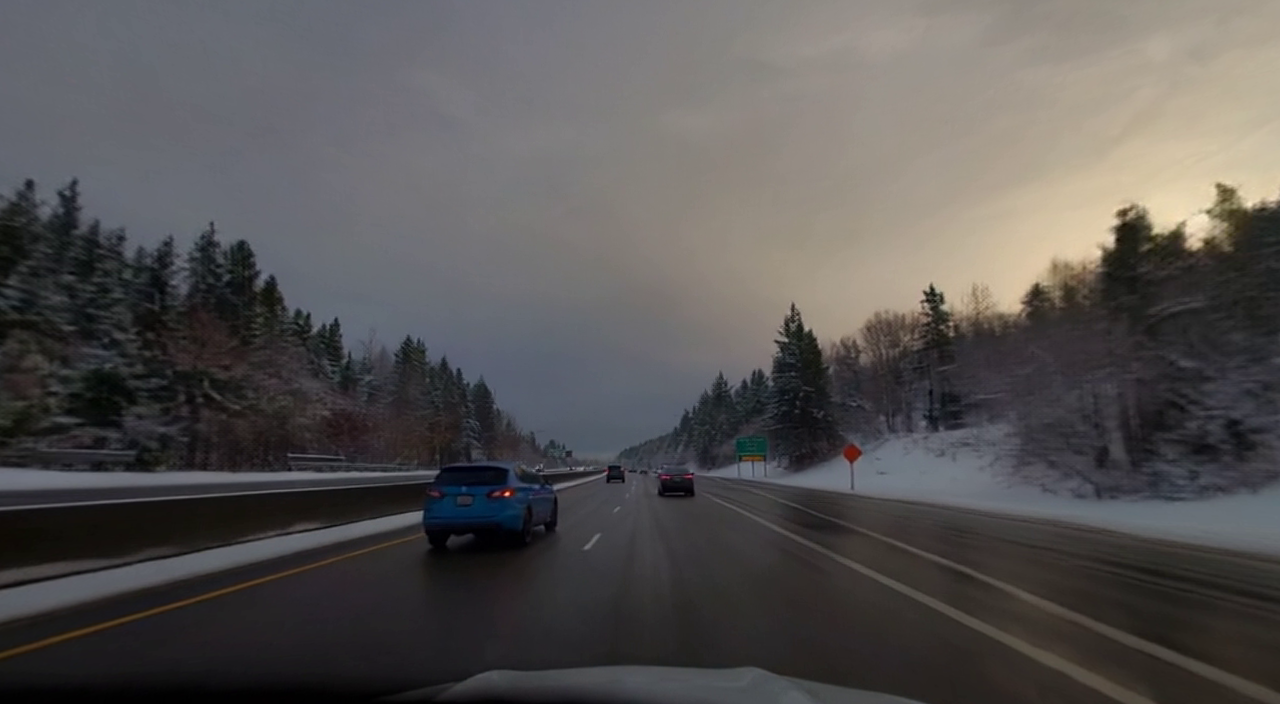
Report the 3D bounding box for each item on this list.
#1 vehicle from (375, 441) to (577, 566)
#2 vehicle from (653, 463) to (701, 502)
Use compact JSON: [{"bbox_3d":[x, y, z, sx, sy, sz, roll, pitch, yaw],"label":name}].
[{"bbox_3d":[-2.526,2.547,11.195,2.176,1.678,4.724,0,-10,1],"label":"vehicle"},{"bbox_3d":[1.568,5.686,27.690,1.905,1.559,3.491,1,-10,0],"label":"vehicle"}]
